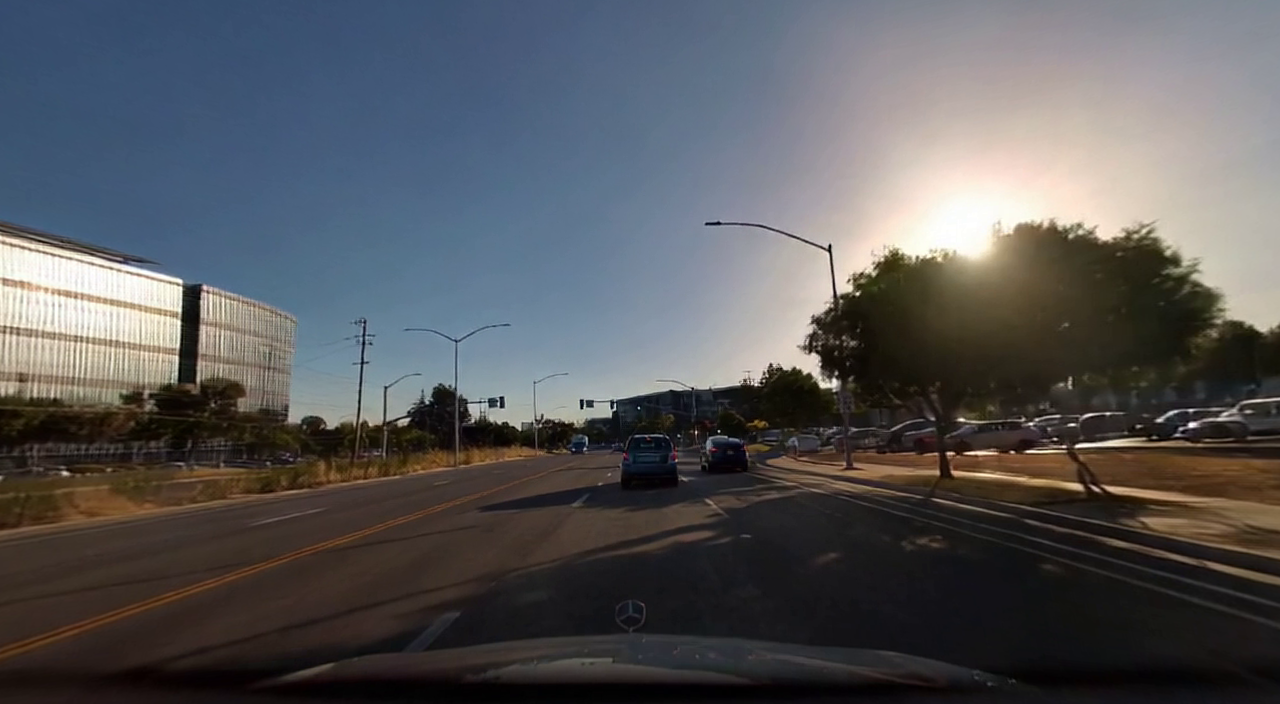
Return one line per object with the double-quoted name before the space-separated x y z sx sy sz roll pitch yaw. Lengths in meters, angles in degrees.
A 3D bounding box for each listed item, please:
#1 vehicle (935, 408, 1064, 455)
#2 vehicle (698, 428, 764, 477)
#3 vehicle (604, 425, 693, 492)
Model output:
"vehicle" 15.827 3.552 27.892 4.366 1.701 1.965 -4 -9 -1
"vehicle" 3.441 3.872 24.490 1.914 1.698 4.049 0 -8 -1
"vehicle" 0.202 2.955 17.759 2.200 1.653 4.127 0 -8 0
